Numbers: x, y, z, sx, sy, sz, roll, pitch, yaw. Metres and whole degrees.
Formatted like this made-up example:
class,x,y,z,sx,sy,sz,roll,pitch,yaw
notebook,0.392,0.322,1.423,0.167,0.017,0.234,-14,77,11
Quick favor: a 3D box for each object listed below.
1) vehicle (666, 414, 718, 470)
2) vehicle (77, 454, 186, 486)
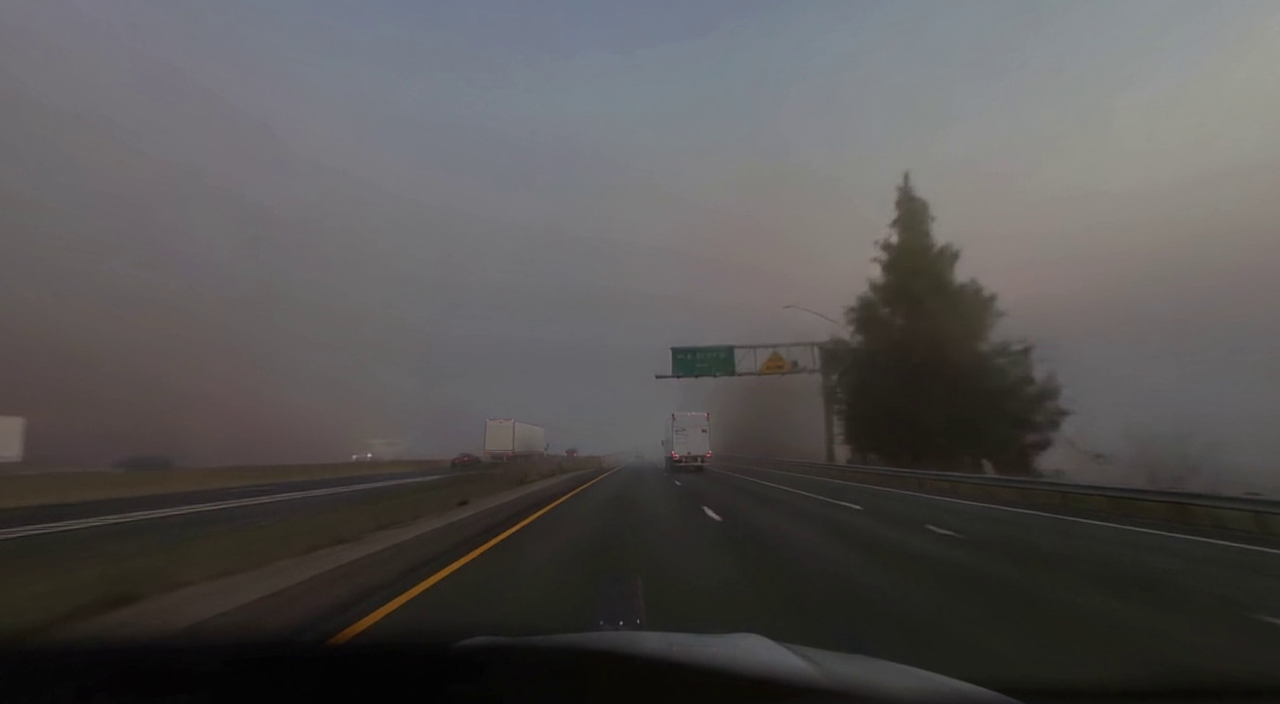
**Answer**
class,x,y,z,sx,sy,sz,roll,pitch,yaw
vehicle,3.670,6.980,48.311,2.928,3.595,13.975,0,-9,1
vehicle,-24.210,5.607,30.263,1.728,1.396,4.150,-1,-9,1
